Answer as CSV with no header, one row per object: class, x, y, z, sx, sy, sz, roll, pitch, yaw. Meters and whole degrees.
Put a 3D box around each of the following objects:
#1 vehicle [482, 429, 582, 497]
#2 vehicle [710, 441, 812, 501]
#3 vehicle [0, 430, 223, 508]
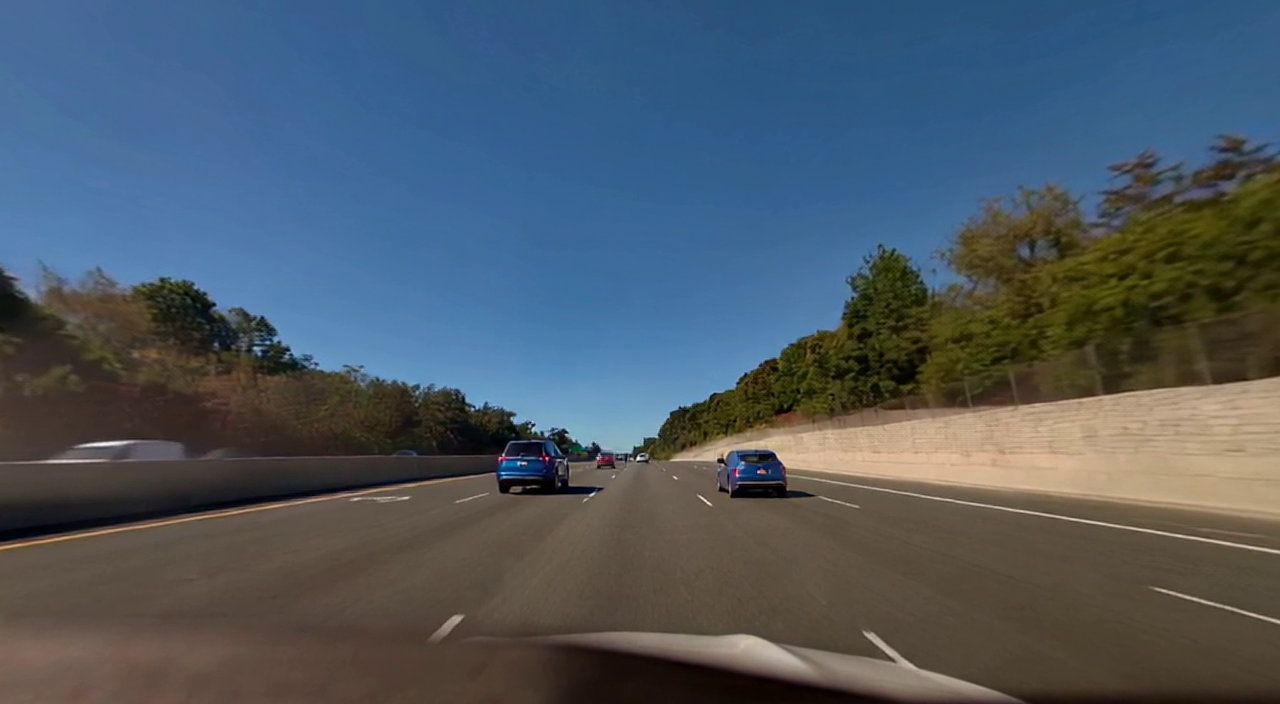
vehicle,-3.041,3.254,18.768,2.137,1.756,4.453,0,-9,1
vehicle,3.251,3.293,17.849,1.979,1.486,4.125,0,-9,-1
vehicle,-12.085,2.638,14.566,1.941,1.526,4.125,0,-9,1
